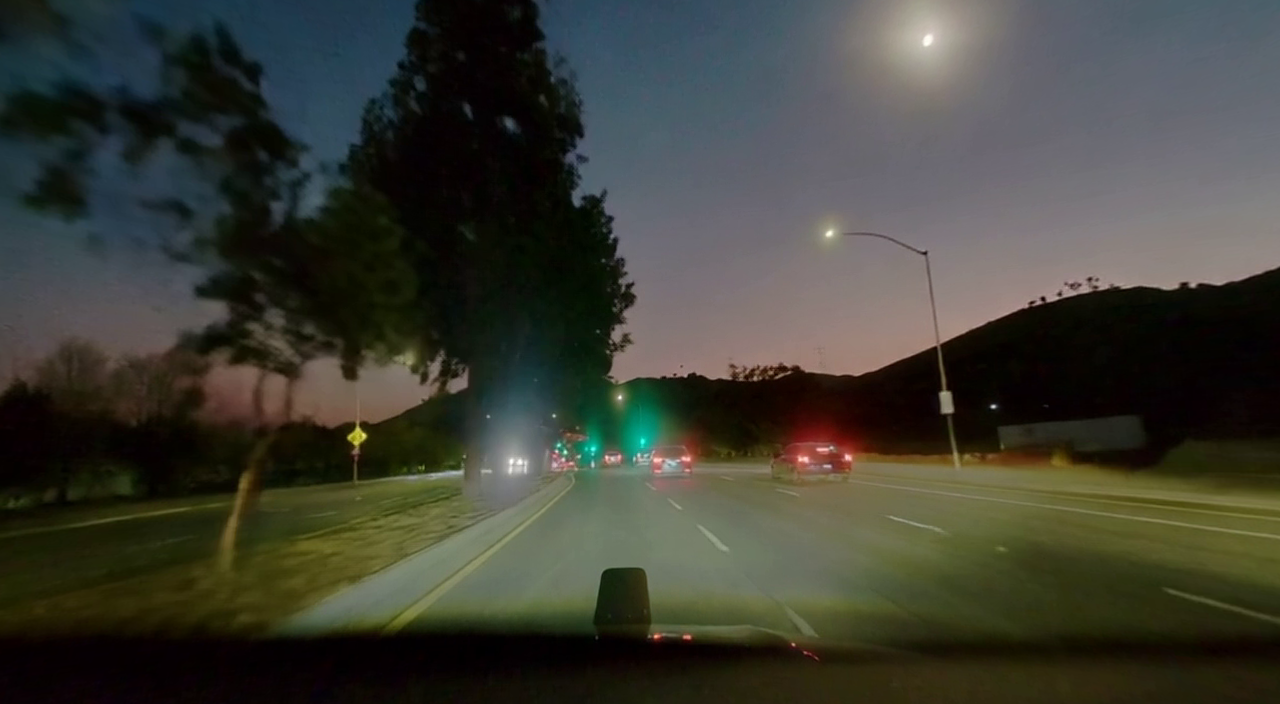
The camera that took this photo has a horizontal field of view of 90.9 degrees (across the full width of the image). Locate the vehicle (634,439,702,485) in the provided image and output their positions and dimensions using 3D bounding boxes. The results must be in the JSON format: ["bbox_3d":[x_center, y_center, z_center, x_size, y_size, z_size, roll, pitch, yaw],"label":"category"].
[{"bbox_3d":[1.081,4.686,27.185,2.253,1.756,4.313,1,-9,-7],"label":"vehicle"}]
